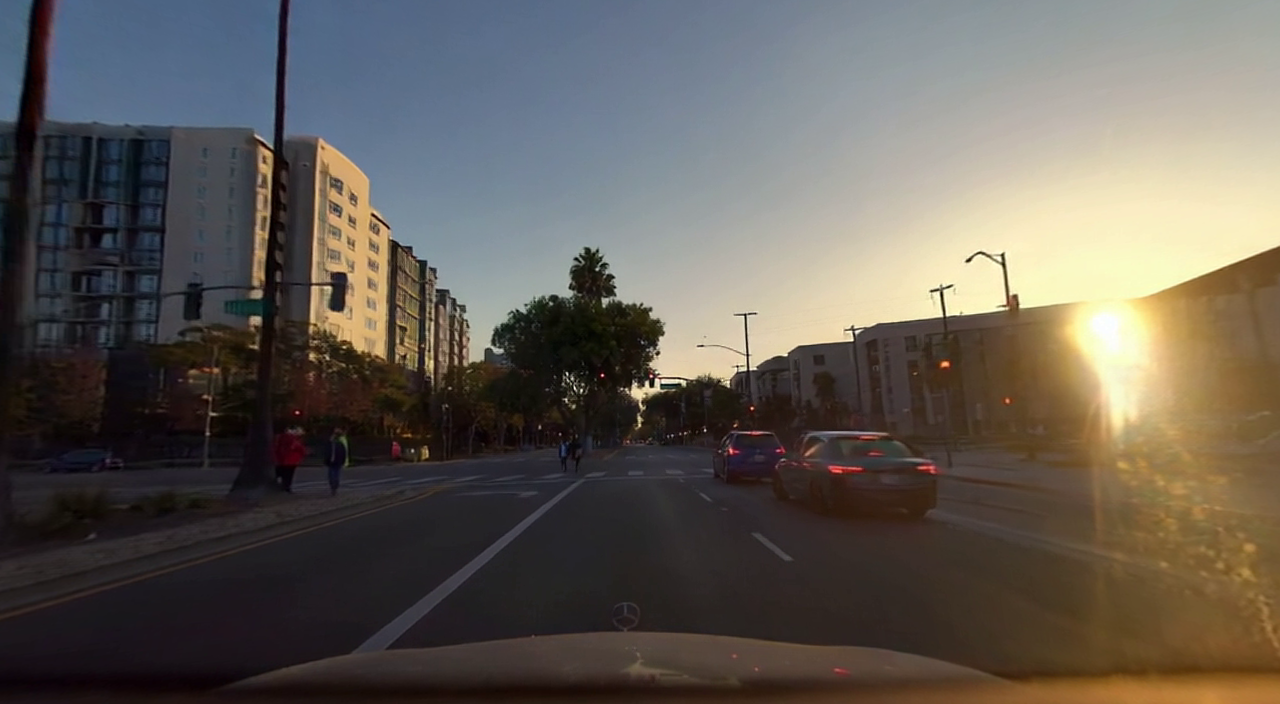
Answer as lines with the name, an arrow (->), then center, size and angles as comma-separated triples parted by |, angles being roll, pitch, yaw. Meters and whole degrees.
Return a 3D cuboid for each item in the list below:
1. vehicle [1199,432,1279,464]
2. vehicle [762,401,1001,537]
vehicle -> 30.286, 4.652, 30.709 | 4.398, 1.471, 1.955 | 0, -8, -3
vehicle -> 3.623, 1.886, 10.699 | 2.060, 1.756, 4.770 | 0, -9, -1
